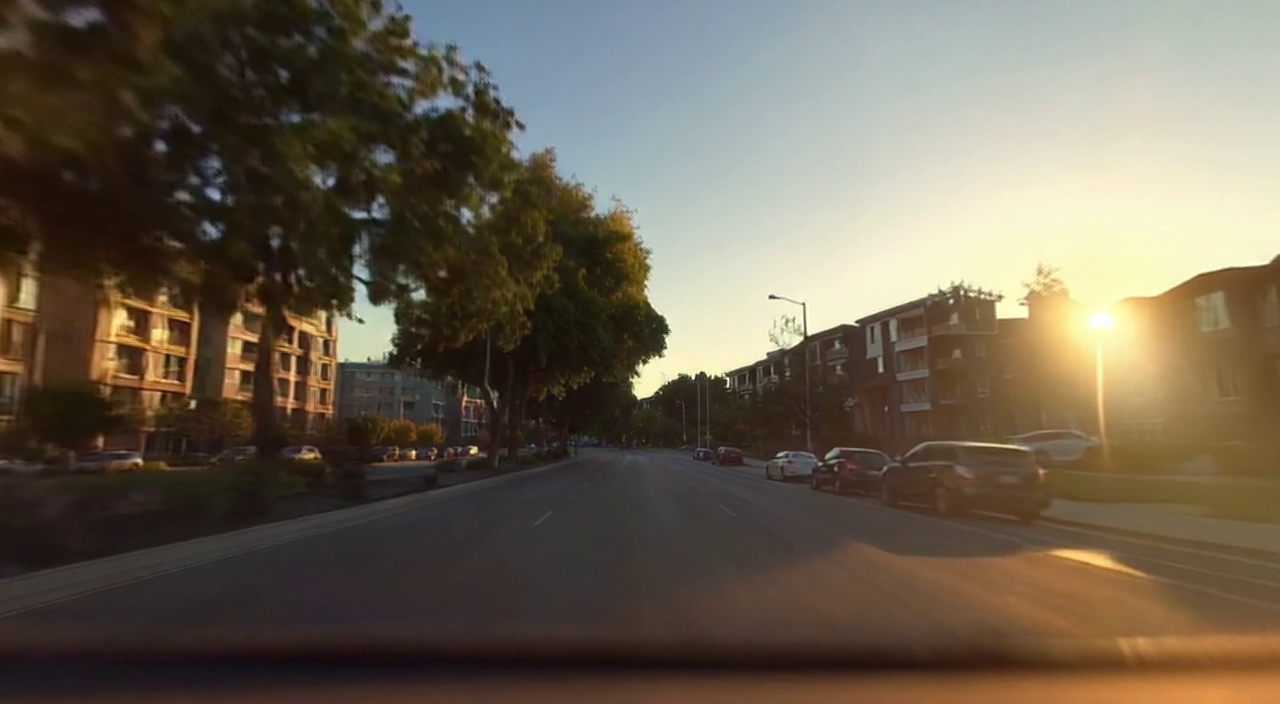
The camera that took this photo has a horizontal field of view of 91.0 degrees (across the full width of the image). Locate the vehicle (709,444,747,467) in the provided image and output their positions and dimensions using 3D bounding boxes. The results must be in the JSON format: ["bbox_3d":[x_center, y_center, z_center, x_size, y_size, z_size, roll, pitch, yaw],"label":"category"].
[{"bbox_3d":[6.281,7.397,45.295,2.056,1.528,4.816,0,-9,0],"label":"vehicle"}]

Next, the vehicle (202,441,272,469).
[{"bbox_3d":[-25.922,6.632,40.637,1.781,1.666,4.238,0,-9,-2],"label":"vehicle"}]

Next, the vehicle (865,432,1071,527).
[{"bbox_3d":[6.719,2.634,13.591,2.078,1.699,4.292,0,-9,-1],"label":"vehicle"}]

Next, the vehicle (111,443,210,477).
[{"bbox_3d":[-25.777,5.808,34.050,1.945,1.694,4.329,0,-9,0],"label":"vehicle"}]

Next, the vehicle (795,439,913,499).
[{"bbox_3d":[6.634,3.663,20.164,2.060,1.672,4.556,0,-9,-1],"label":"vehicle"}]

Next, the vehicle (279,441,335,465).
[{"bbox_3d":[-25.456,7.781,48.275,2.000,1.696,4.318,0,-9,-1],"label":"vehicle"}]

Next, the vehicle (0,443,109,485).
[{"bbox_3d":[-25.961,4.770,27.214,1.996,1.650,4.382,0,-9,2],"label":"vehicle"}]
